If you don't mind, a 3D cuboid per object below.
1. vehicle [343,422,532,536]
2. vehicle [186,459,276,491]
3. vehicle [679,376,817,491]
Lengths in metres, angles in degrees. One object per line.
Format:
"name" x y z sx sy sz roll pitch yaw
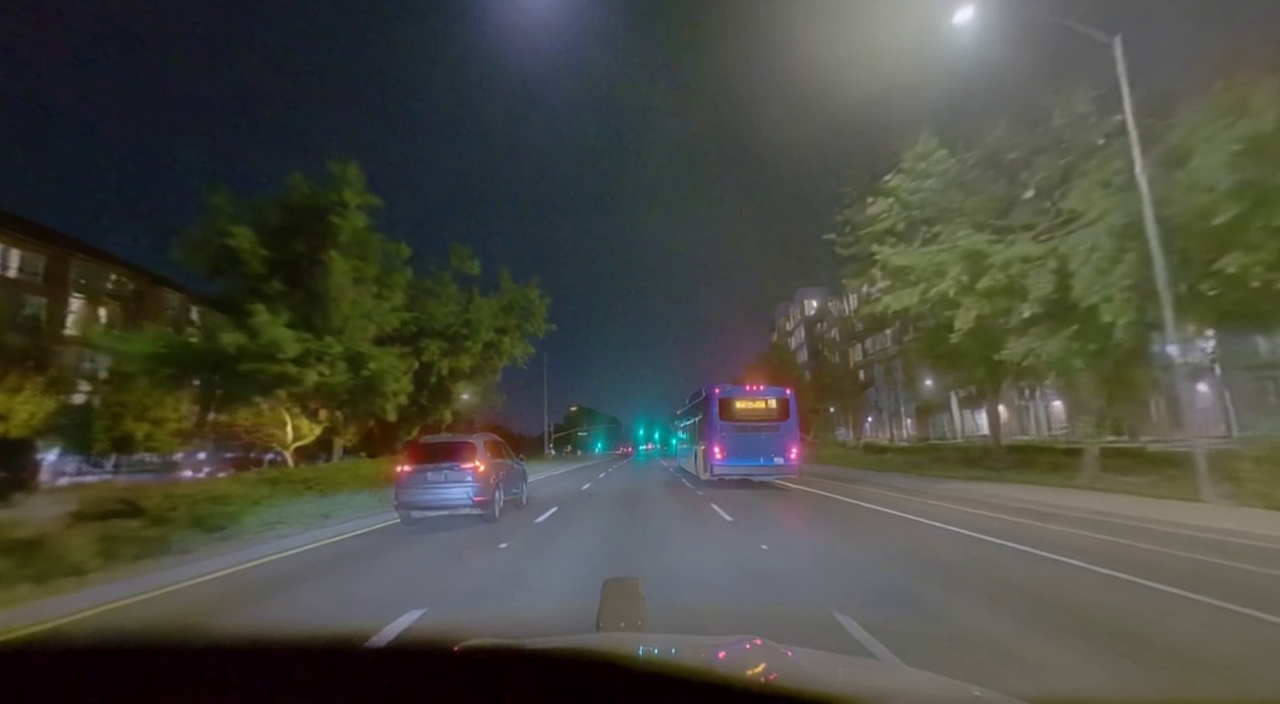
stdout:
"vehicle" -3.565 2.314 12.093 2.111 1.767 4.333 0 -8 1
"vehicle" -22.041 6.614 34.024 1.812 1.476 4.383 0 -8 2
"vehicle" 3.483 3.257 24.409 3.072 3.278 12.747 0 -8 0
